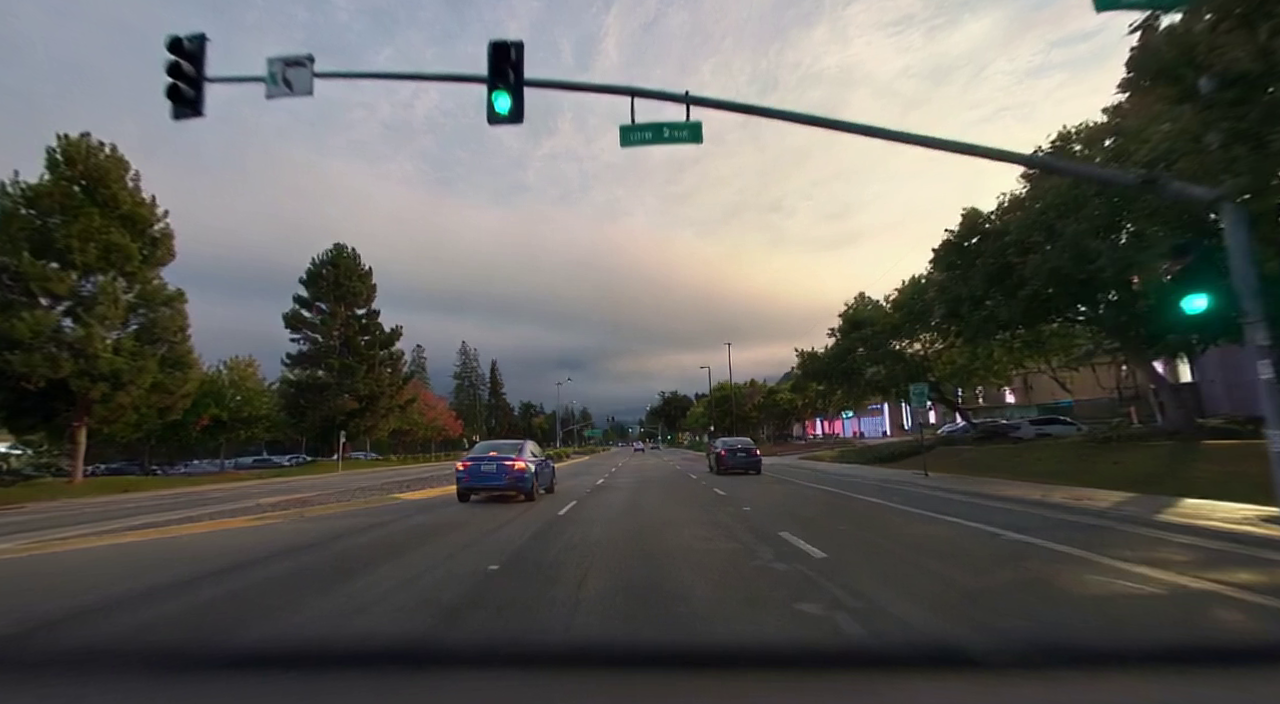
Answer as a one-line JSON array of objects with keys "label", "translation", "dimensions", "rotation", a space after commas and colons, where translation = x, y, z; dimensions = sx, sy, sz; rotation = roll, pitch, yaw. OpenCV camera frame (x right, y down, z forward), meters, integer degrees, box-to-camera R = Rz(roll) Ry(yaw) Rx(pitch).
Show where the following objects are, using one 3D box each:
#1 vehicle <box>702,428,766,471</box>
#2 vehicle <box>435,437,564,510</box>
[{"label": "vehicle", "translation": [4.716, 5.028, 32.728], "dimensions": [2.476, 2.016, 5.586], "rotation": [0, -8, 0]}, {"label": "vehicle", "translation": [-3.118, 2.775, 15.008], "dimensions": [2.017, 1.470, 4.293], "rotation": [0, -8, 1]}]
